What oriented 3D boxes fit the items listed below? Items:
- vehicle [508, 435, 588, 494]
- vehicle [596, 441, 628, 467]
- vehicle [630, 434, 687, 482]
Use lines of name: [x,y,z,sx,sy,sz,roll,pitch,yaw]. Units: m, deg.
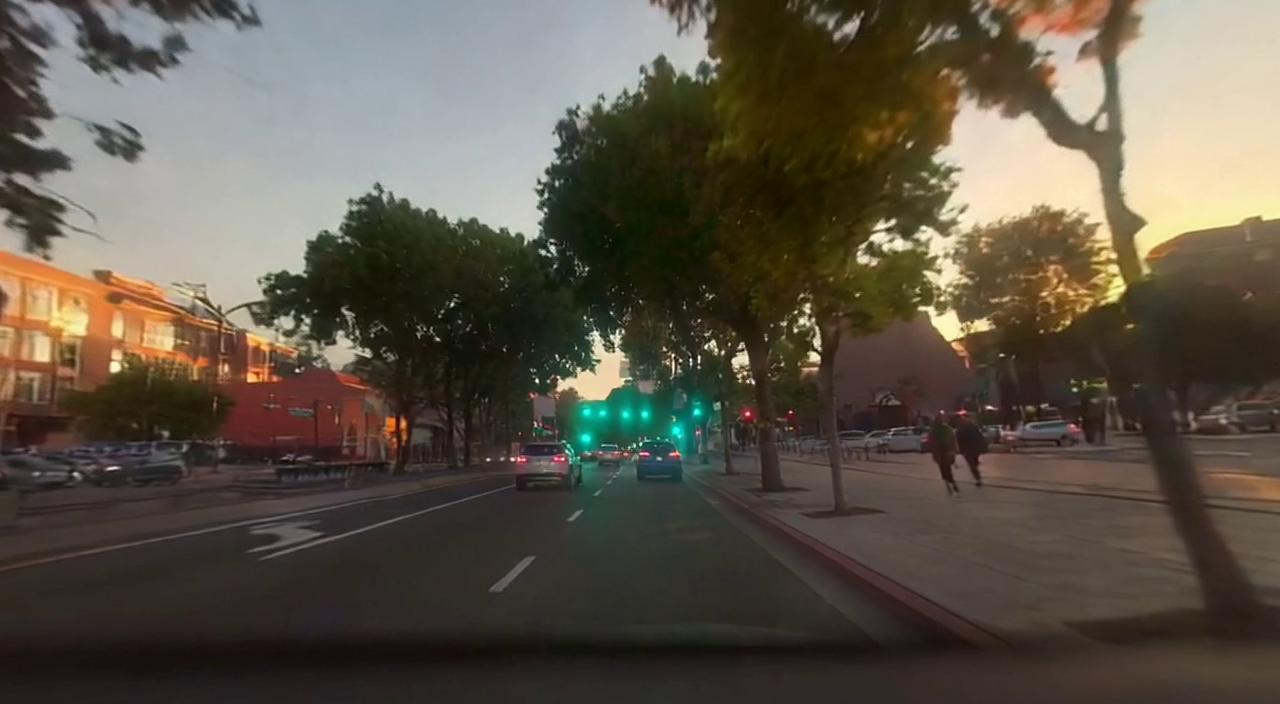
vehicle: [-2.906,3.625,20.681,1.940,1.722,3.823,0,-8,2]
vehicle: [-2.107,7.801,48.409,2.220,1.847,4.587,0,-8,0]
vehicle: [0.697,4.239,25.415,2.120,1.758,3.917,0,-8,1]
